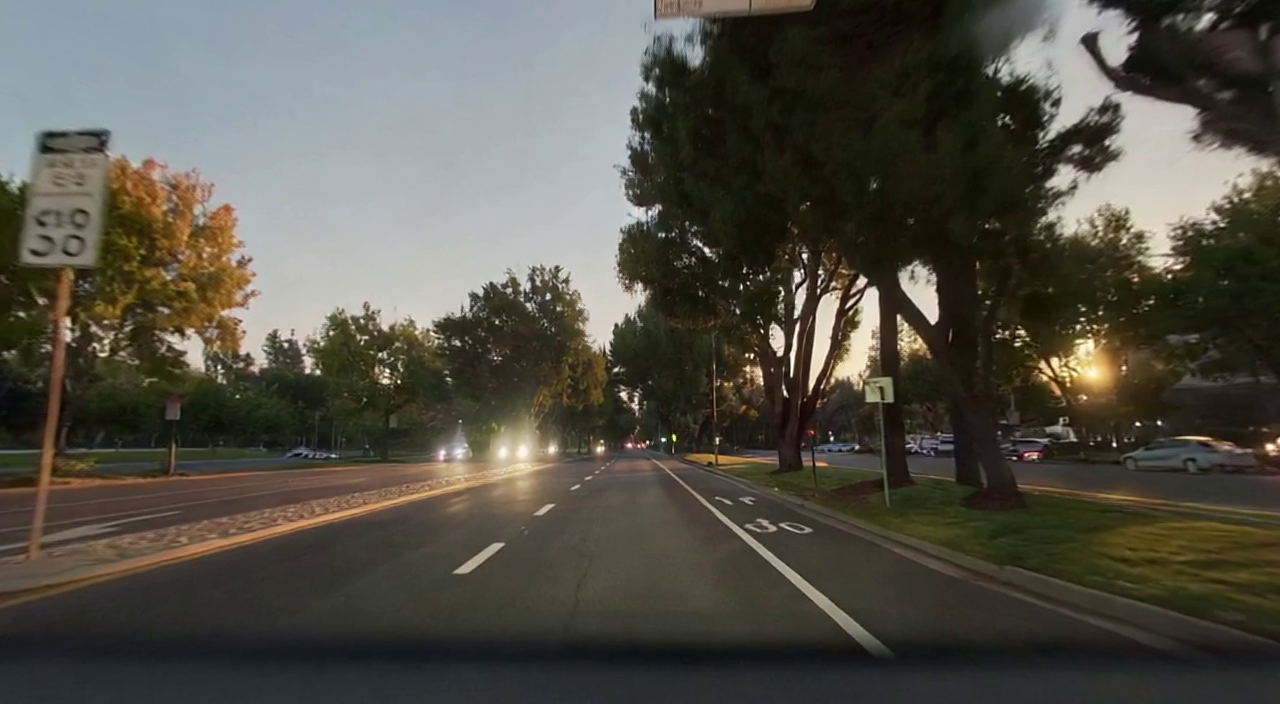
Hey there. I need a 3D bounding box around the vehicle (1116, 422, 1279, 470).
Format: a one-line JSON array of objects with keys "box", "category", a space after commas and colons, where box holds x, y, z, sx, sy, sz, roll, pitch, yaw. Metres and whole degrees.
[{"box": [20.121, 3.447, 22.951, 1.963, 1.466, 4.355, -3, -9, -1], "category": "vehicle"}]
